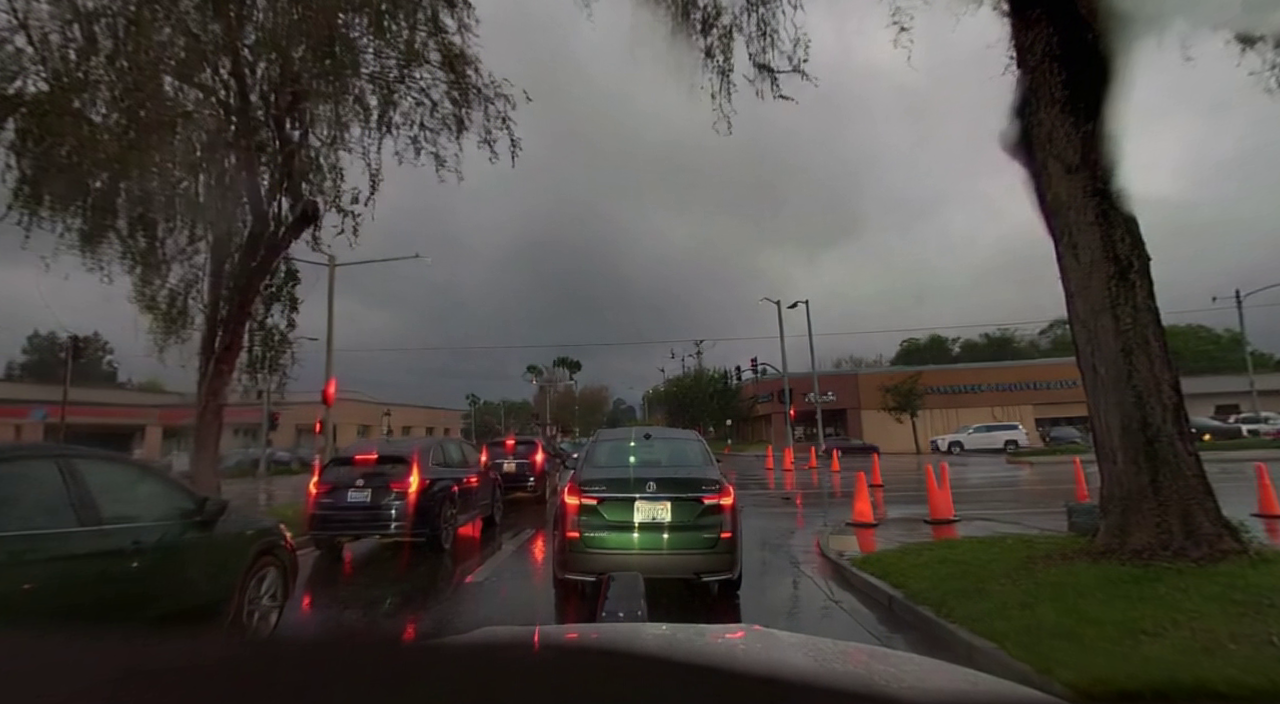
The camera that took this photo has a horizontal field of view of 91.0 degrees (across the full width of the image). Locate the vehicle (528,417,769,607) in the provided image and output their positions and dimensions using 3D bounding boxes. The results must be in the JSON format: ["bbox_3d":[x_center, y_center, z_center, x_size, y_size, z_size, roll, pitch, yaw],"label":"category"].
[{"bbox_3d":[0.118,1.628,7.210,2.021,1.560,3.676,0,-9,1],"label":"vehicle"}]

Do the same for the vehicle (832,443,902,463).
[{"bbox_3d":[17.033,7.590,47.336,4.581,1.480,1.752,1,-9,-1],"label":"vehicle"}]

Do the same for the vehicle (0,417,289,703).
[{"bbox_3d":[-3.581,0.948,2.144,1.964,1.497,4.722,0,-9,1],"label":"vehicle"}]

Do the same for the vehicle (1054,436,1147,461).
[{"bbox_3d":[29.418,6.184,40.318,4.463,1.482,1.808,0,-9,1],"label":"vehicle"}]

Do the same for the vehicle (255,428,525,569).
[{"bbox_3d":[-3.253,1.999,9.449,1.989,1.541,4.626,0,-9,2],"label":"vehicle"}]

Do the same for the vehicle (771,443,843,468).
[{"bbox_3d":[10.805,6.723,41.000,4.380,1.492,1.837,-2,-9,13],"label":"vehicle"}]
